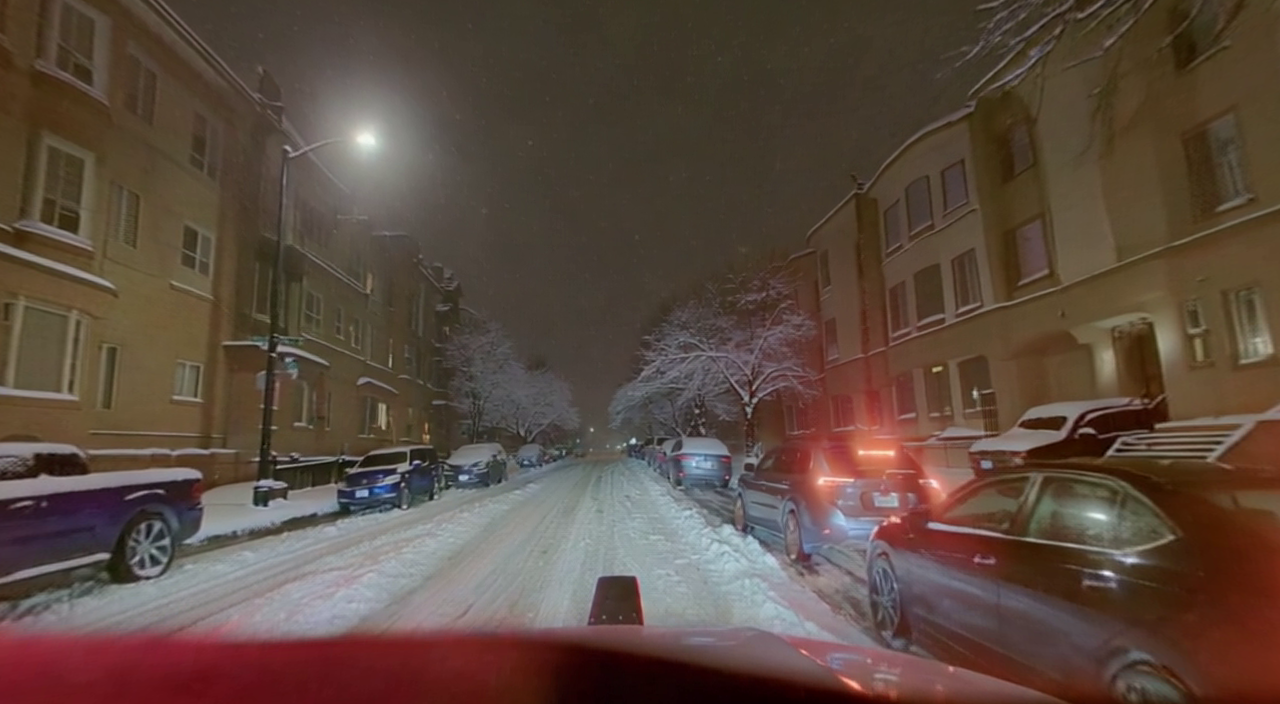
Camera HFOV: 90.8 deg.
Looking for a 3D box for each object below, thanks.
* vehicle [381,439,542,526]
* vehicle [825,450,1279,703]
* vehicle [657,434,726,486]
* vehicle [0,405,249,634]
[{"bbox_3d":[-3.529,2.639,13.466,1.966,1.515,4.394,0,-8,3],"label":"vehicle"},{"bbox_3d":[2.435,1.151,2.969,1.720,1.333,4.233,0,-8,-2],"label":"vehicle"},{"bbox_3d":[1.735,3.787,22.488,1.878,1.664,4.033,1,-8,-3],"label":"vehicle"},{"bbox_3d":[-6.513,1.541,5.745,2.308,1.877,6.060,-4,-8,-2],"label":"vehicle"}]
